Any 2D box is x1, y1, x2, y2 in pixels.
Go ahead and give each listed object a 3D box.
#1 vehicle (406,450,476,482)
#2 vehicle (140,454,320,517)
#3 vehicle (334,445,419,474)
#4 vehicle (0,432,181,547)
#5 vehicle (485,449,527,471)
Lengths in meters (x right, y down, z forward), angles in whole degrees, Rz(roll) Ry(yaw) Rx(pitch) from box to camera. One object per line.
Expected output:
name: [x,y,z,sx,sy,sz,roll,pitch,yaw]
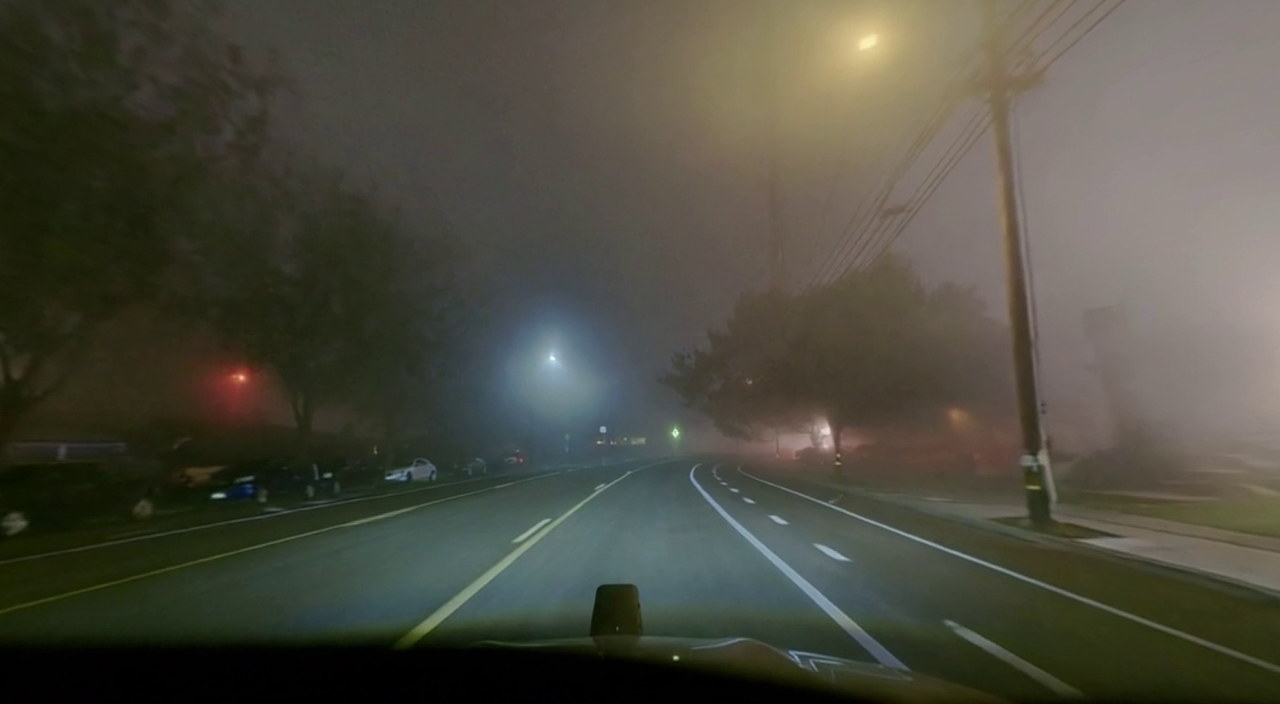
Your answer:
vehicle: [-10.738,6.160,34.340,1.945,1.514,4.635,0,-8,5]
vehicle: [-11.559,3.741,18.246,1.908,1.491,4.627,0,-8,4]
vehicle: [-16.452,6.691,39.434,4.411,1.737,1.950,1,-8,-4]
vehicle: [-11.870,2.588,12.008,2.114,1.925,5.449,-3,-9,0]
vehicle: [-9.691,7.856,45.832,1.900,1.471,4.462,0,-8,3]
